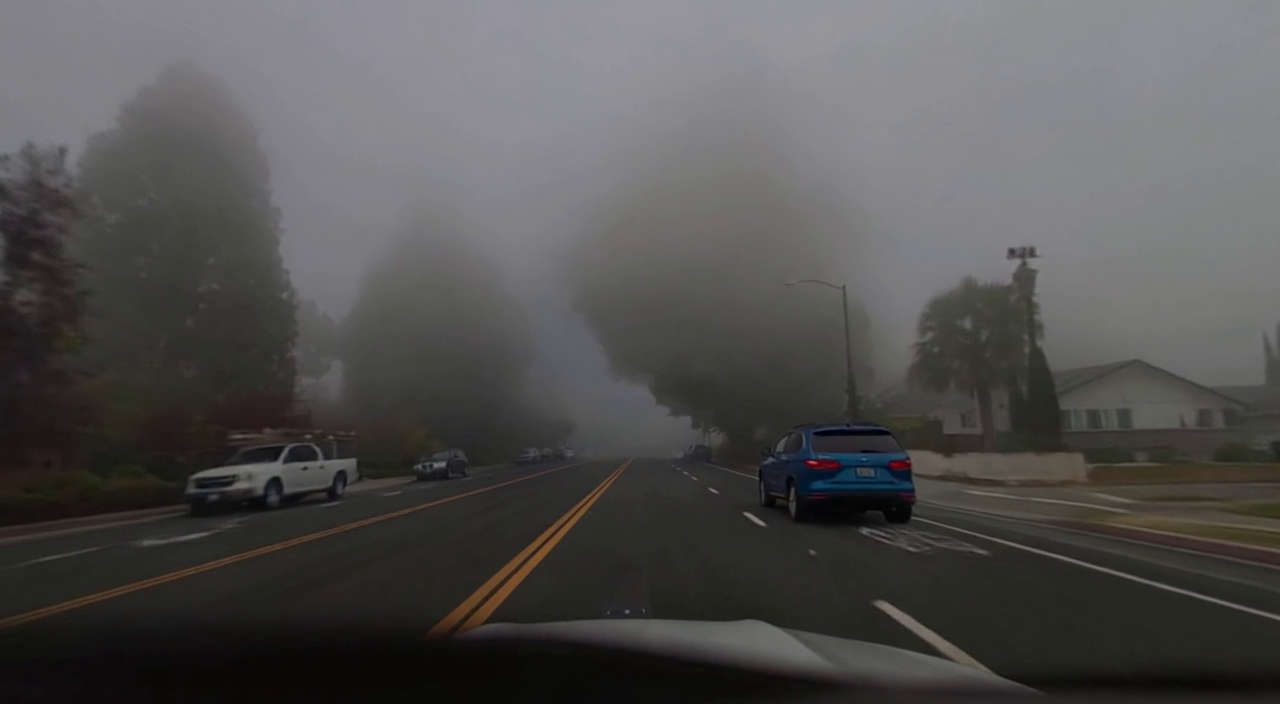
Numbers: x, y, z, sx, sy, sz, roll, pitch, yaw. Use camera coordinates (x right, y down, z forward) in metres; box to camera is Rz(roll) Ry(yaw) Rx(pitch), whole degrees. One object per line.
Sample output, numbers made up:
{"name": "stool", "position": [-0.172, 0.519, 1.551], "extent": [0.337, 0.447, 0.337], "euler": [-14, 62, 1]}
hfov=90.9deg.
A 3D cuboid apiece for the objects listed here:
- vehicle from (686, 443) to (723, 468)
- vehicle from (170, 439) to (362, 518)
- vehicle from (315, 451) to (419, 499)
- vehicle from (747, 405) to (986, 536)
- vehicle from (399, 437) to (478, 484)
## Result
{"name": "vehicle", "position": [3.987, 6.503, 39.819], "extent": [1.956, 1.492, 4.425], "euler": [0, -8, 1]}
{"name": "vehicle", "position": [-10.567, 3.575, 18.572], "extent": [2.261, 1.851, 5.724], "euler": [-2, -8, -1]}
{"name": "vehicle", "position": [-10.490, 4.729, 24.667], "extent": [2.006, 1.476, 4.570], "euler": [-3, -8, 1]}
{"name": "vehicle", "position": [3.800, 2.163, 12.180], "extent": [2.497, 1.889, 5.833], "euler": [0, -8, 1]}
{"name": "vehicle", "position": [-10.358, 5.620, 32.964], "extent": [2.254, 2.127, 5.697], "euler": [-3, -9, 0]}
